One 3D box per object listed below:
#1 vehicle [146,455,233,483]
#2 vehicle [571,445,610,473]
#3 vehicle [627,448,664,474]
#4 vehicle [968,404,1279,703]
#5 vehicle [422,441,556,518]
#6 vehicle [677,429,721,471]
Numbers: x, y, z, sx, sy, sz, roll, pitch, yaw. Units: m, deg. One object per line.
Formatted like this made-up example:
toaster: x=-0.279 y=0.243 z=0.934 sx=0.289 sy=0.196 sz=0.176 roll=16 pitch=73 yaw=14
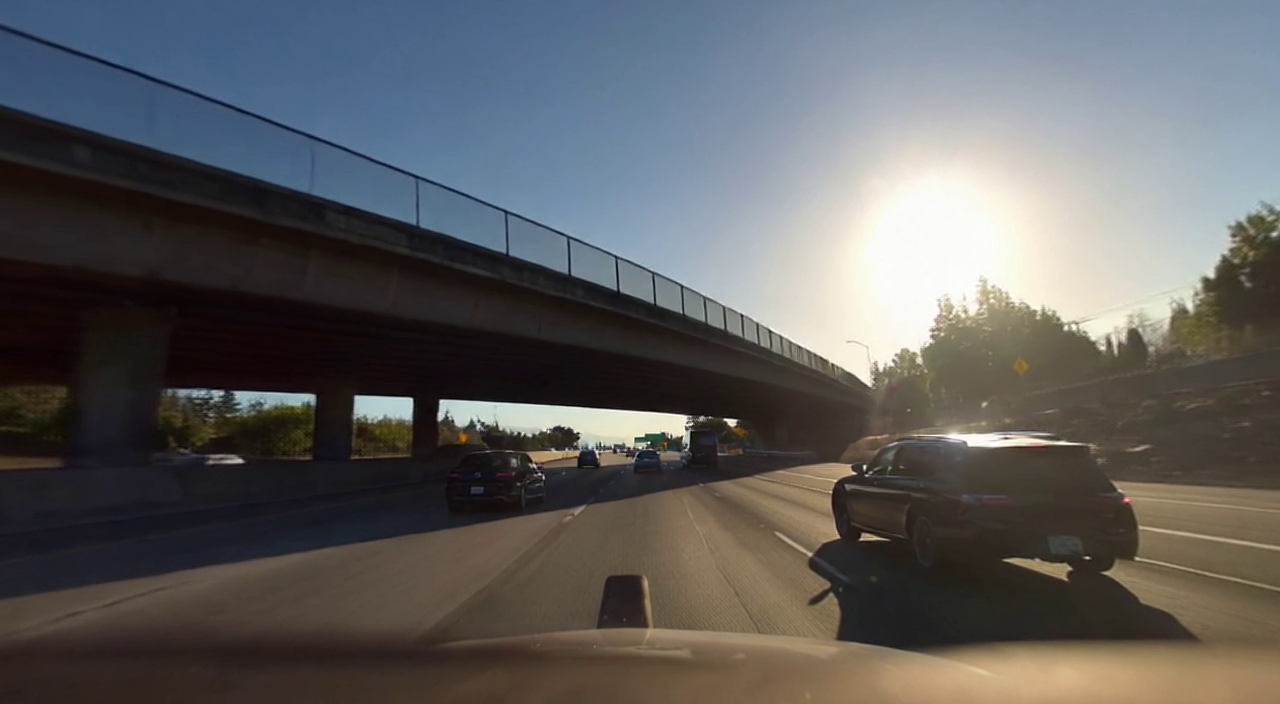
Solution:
vehicle: x=-26.289 y=6.808 z=36.971 sx=1.981 sy=1.424 sz=4.195 roll=0 pitch=-9 yaw=0
vehicle: x=-3.209 y=6.981 z=41.349 sx=2.078 sy=1.706 sz=4.298 roll=-1 pitch=-8 yaw=2
vehicle: x=0.304 y=6.688 z=38.765 sx=2.174 sy=1.467 sz=4.005 roll=0 pitch=-8 yaw=0
vehicle: x=4.070 y=1.100 z=3.467 sx=2.085 sy=1.558 sz=4.466 roll=0 pitch=-8 yaw=-1
vehicle: x=-3.385 y=2.926 z=15.032 sx=2.137 sy=1.562 sz=3.926 roll=0 pitch=-8 yaw=2
vehicle: x=4.117 y=7.014 z=45.313 sx=2.436 sy=2.745 sz=6.607 roll=0 pitch=-9 yaw=-1
